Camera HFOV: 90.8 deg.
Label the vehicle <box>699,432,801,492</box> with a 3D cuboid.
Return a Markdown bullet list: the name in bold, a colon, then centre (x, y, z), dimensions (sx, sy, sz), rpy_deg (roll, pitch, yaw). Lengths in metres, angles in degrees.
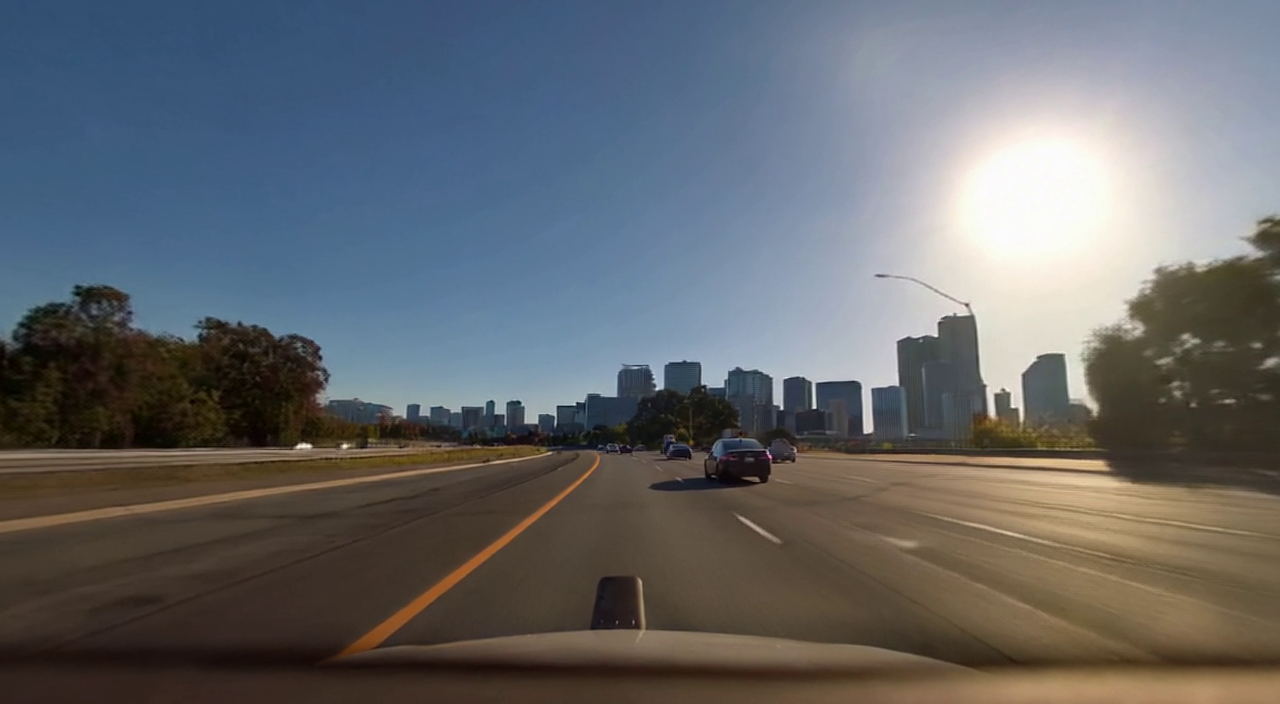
- **vehicle**: centre (3.401, 3.531, 20.607), dimensions (2.305, 1.729, 4.526), rpy_deg (0, -8, -3)
